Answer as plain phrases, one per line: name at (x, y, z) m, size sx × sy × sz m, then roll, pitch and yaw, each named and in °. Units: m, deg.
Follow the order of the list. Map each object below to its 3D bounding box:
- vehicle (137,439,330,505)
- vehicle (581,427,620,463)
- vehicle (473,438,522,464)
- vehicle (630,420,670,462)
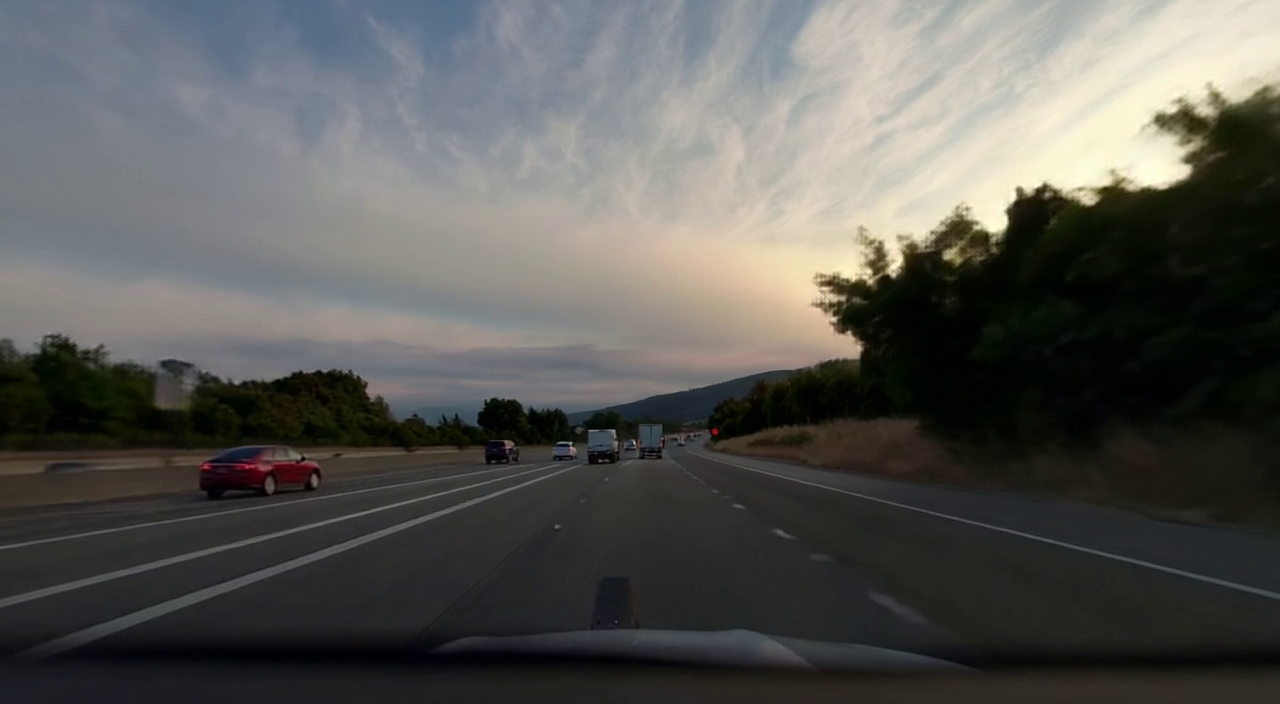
vehicle at (-10.287, 3.036, 16.553) m, size 1.952 × 1.457 × 4.689 m, roll 0°, pitch -8°, yaw 0°
vehicle at (-2.880, 6.967, 47.132) m, size 2.328 × 2.519 × 5.238 m, roll 0°, pitch -8°, yaw 2°
vehicle at (-10.150, 7.103, 45.491) m, size 2.080 × 1.777 × 5.450 m, roll 0°, pitch -8°, yaw 2°
vehicle at (0.755, 6.669, 47.565) m, size 2.768 × 2.854 × 6.757 m, roll 1°, pitch -8°, yaw 1°
